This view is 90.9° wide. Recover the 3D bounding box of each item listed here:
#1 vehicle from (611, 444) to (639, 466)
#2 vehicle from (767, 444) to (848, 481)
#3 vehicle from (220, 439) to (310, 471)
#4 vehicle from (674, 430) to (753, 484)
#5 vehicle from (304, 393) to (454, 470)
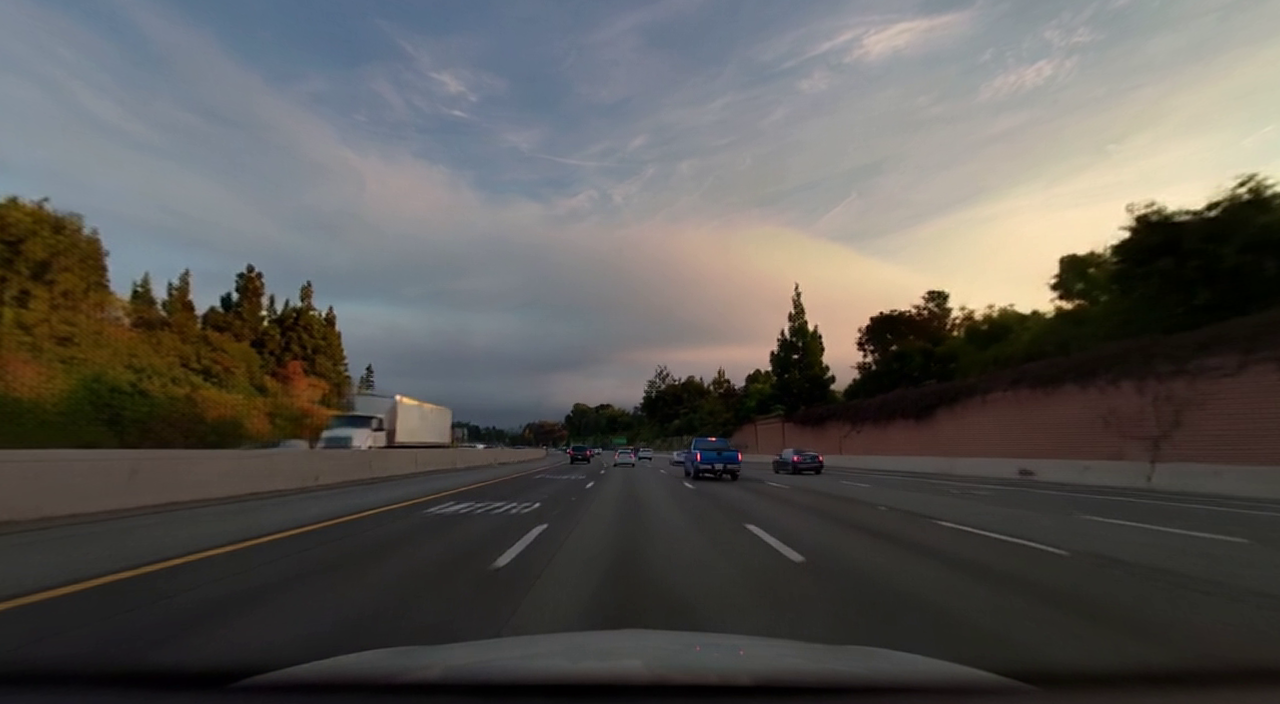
[{"bbox_3d":[-1.202,7.900,48.653,2.050,1.607,3.821,0,-8,-4],"label":"vehicle"},{"bbox_3d":[7.282,4.828,28.004,1.976,1.485,4.925,0,-8,-3],"label":"vehicle"},{"bbox_3d":[-18.459,5.092,31.330,1.895,1.465,4.334,0,-8,-2],"label":"vehicle"},{"bbox_3d":[2.878,4.304,26.194,2.374,1.952,5.431,0,-8,-3],"label":"vehicle"},{"bbox_3d":[-14.468,4.780,36.982,3.332,3.597,13.916,0,-8,-2],"label":"vehicle"}]
